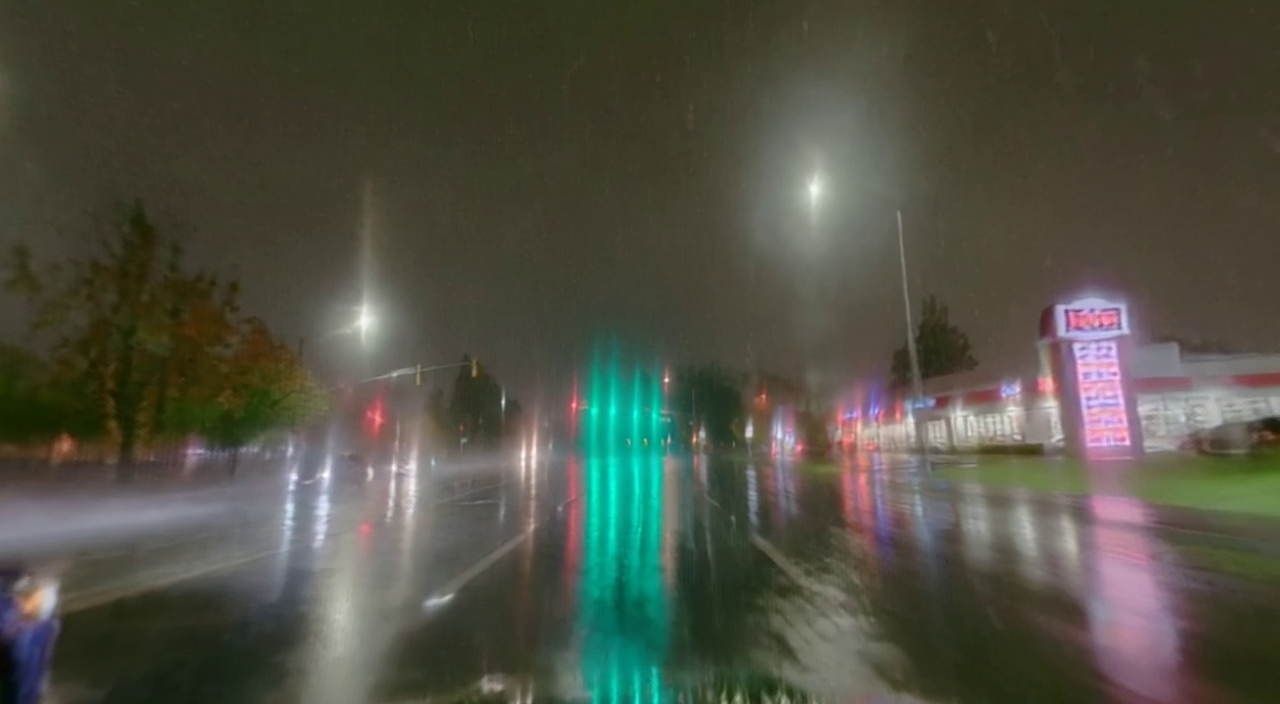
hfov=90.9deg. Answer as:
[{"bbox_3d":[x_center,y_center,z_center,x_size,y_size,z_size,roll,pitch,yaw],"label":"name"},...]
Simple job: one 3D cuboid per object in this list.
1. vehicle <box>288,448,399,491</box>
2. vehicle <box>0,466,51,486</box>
[{"bbox_3d":[-11.472,4.547,24.782,2.241,1.455,4.343,0,-8,0],"label":"vehicle"},{"bbox_3d":[-49.669,9.729,49.495,4.933,1.422,1.982,-1,-9,3],"label":"vehicle"}]
